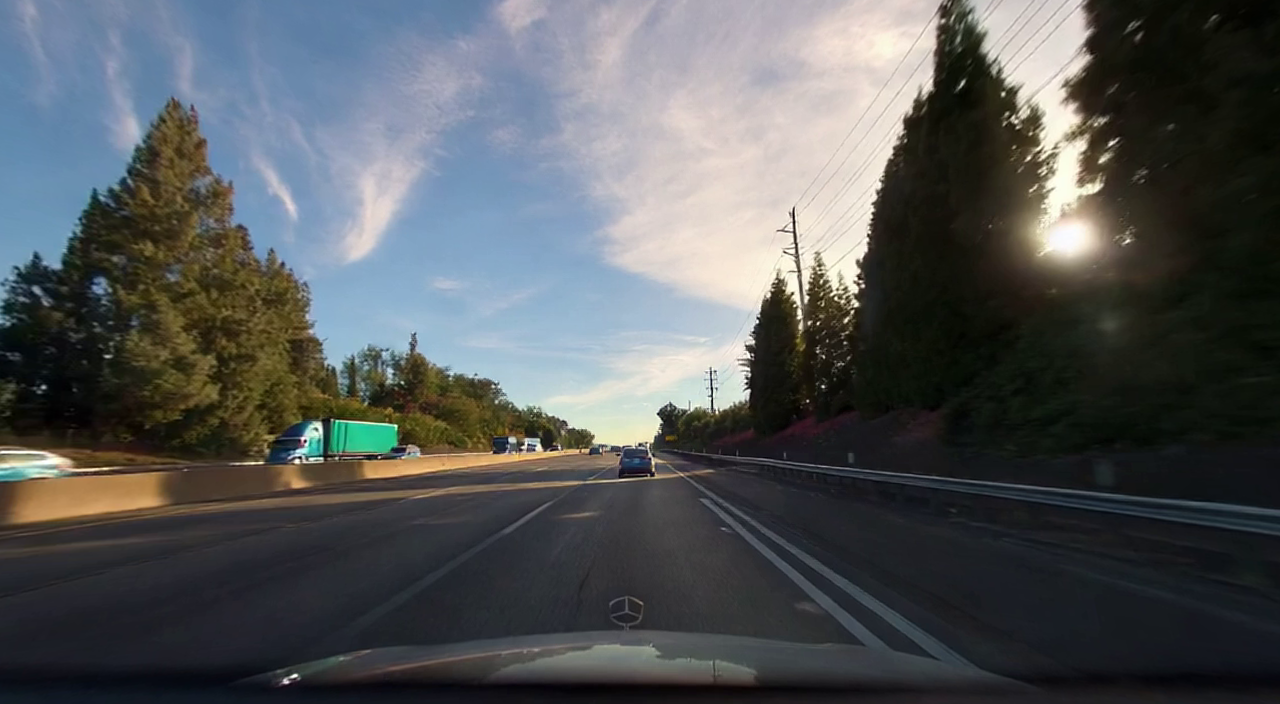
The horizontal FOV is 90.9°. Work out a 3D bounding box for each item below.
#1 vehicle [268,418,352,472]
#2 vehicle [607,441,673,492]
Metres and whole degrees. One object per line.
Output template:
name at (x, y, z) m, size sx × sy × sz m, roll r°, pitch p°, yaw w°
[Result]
vehicle at (-24.877, 7.049, 47.867) m, size 2.921 × 3.795 × 5.976 m, roll 0°, pitch -9°, yaw 0°
vehicle at (-0.026, 3.744, 20.924) m, size 1.966 × 1.499 × 4.298 m, roll 0°, pitch -9°, yaw -1°
